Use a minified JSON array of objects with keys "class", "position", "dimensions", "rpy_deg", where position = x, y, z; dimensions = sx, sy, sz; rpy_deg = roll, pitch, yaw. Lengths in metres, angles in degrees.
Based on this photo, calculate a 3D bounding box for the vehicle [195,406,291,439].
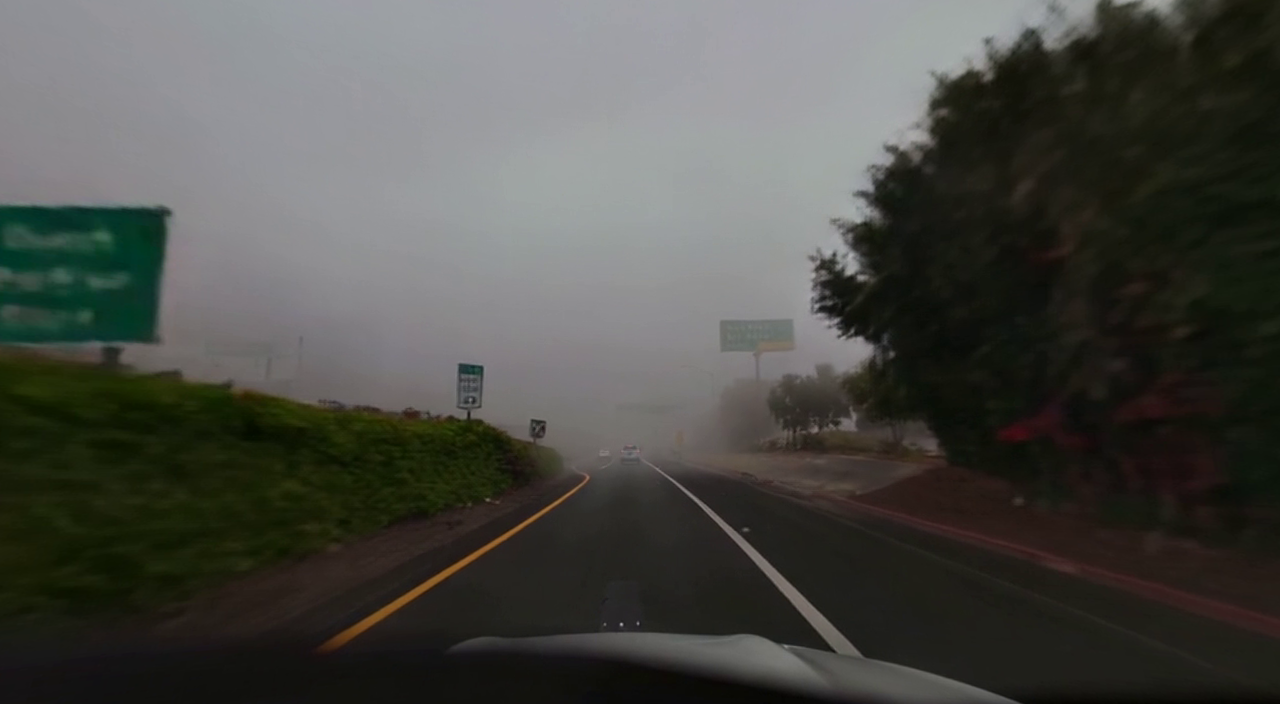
[{"class":"vehicle","position":[-19.966,3.635,32.033],"dimensions":[1.931,1.451,4.683],"rpy_deg":[0,-9,-2]}]
